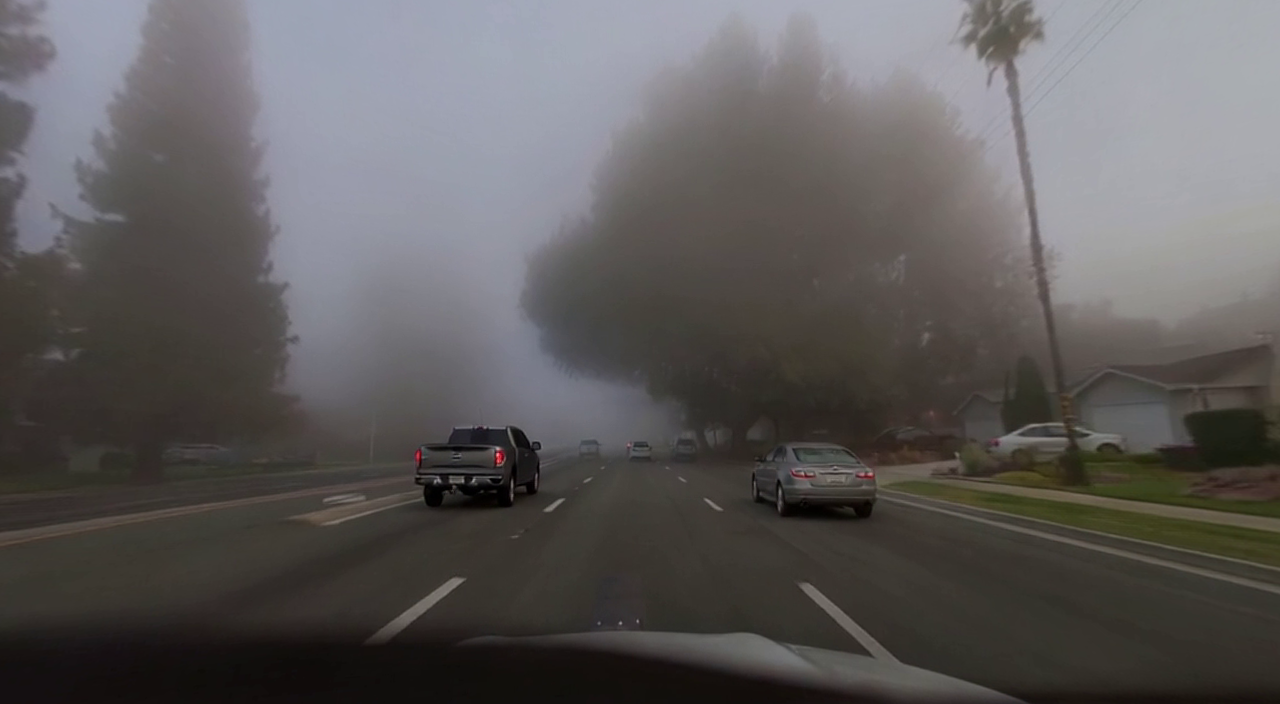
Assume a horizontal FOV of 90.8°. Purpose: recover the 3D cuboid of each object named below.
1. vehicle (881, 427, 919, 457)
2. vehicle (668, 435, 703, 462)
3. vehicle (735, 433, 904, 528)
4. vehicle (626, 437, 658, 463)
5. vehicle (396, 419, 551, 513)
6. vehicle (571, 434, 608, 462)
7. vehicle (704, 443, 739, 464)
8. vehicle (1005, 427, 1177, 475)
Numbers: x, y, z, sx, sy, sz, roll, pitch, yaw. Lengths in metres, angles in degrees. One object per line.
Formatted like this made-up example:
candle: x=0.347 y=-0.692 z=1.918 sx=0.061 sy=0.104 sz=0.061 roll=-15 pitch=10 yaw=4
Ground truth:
vehicle: x=15.460 y=5.374 z=37.685 sx=1.899 sy=1.690 sz=4.275 roll=-3 pitch=-9 yaw=20
vehicle: x=3.246 y=7.044 z=46.286 sx=2.099 sy=1.845 sz=4.363 roll=1 pitch=-8 yaw=-2
vehicle: x=3.125 y=2.308 z=12.002 sx=1.884 sy=1.463 sz=4.195 roll=1 pitch=-8 yaw=-1
vehicle: x=0.105 y=6.401 z=41.357 sx=1.997 sy=1.636 sz=3.760 roll=0 pitch=-8 yaw=-1
vehicle: x=-3.486 y=2.514 z=14.513 sx=2.111 sy=1.745 sz=5.274 roll=0 pitch=-8 yaw=0
vehicle: x=-3.486 y=6.728 z=44.324 sx=2.218 sy=1.829 sz=4.492 roll=0 pitch=-8 yaw=0
vehicle: x=6.200 y=7.755 z=48.456 sx=1.988 sy=1.455 sz=4.547 roll=1 pitch=-8 yaw=-2
vehicle: x=14.797 y=3.266 z=20.916 sx=4.267 sy=1.480 sz=1.817 roll=0 pitch=-8 yaw=1
